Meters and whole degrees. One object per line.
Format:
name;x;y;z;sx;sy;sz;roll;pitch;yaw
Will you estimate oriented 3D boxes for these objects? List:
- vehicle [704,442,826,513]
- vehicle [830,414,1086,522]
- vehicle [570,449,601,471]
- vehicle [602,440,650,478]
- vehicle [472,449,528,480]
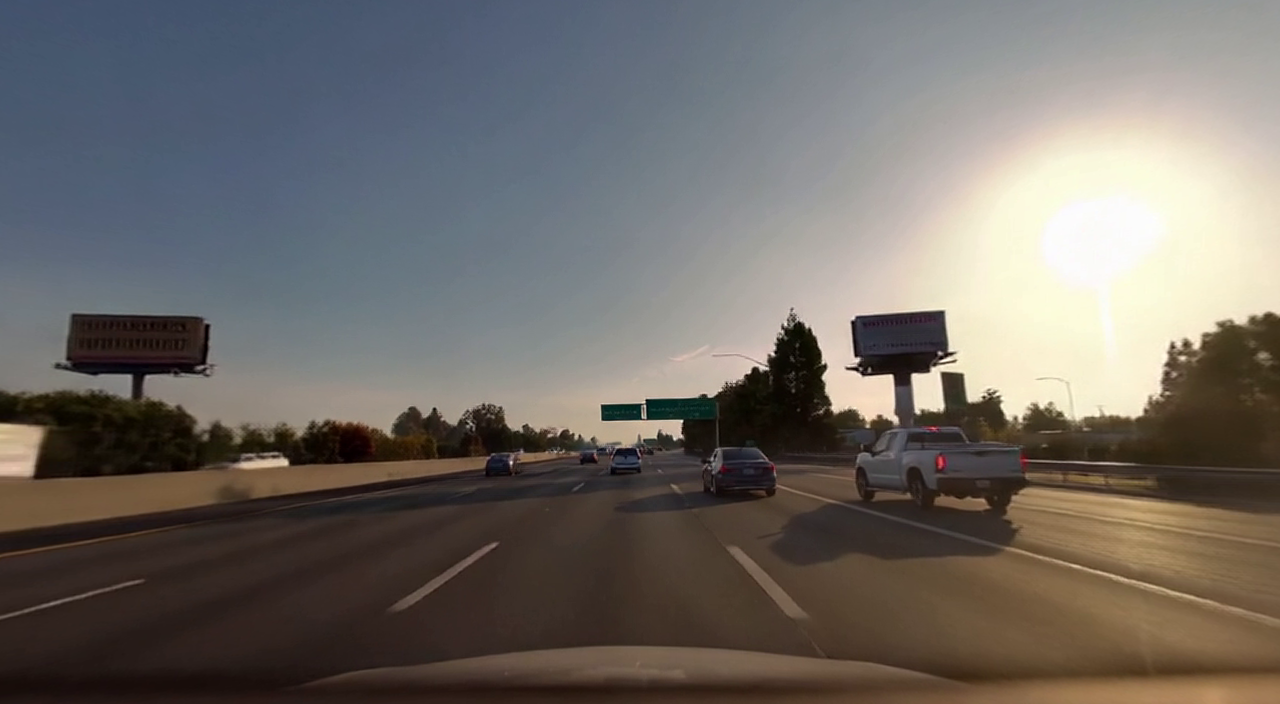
vehicle;2.848;2.958;15.455;2.011;1.462;4.286;0;-8;-1
vehicle;6.574;2.508;14.278;2.635;1.919;5.907;0;-8;-1
vehicle;-4.036;8.044;47.294;1.935;1.487;4.076;0;-8;0
vehicle;-0.693;5.535;32.890;2.323;1.805;4.729;0;-9;0
vehicle;-7.188;5.810;32.861;1.920;1.482;4.385;0;-8;0
